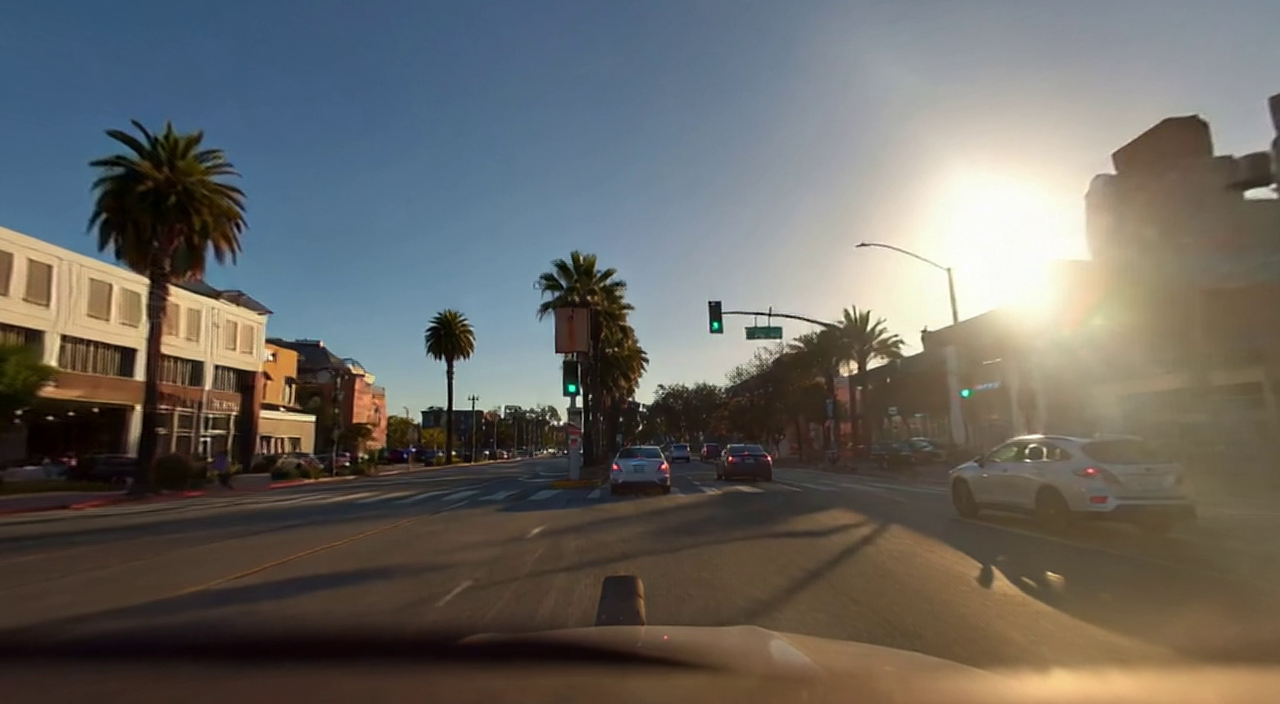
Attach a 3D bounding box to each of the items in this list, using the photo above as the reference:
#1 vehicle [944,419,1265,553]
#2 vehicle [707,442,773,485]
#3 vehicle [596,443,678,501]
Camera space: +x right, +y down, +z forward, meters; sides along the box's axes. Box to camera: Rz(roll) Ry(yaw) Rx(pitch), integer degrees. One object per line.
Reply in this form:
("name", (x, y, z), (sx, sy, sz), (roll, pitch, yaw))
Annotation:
("vehicle", (6.882, 2.000, 10.092), (1.940, 1.674, 4.085), (0, -8, -1))
("vehicle", (3.903, 4.400, 25.316), (1.892, 1.532, 4.177), (0, -8, -1))
("vehicle", (-0.084, 3.394, 18.329), (2.110, 1.487, 3.873), (0, -8, 0))
